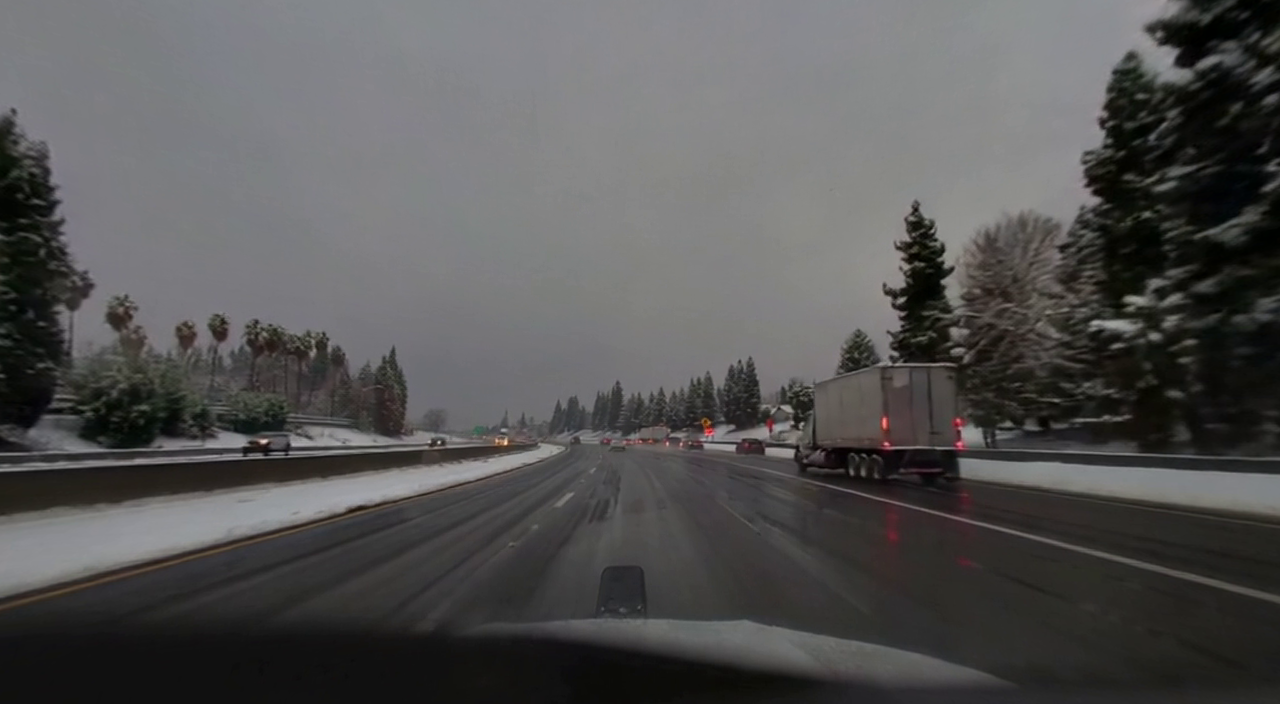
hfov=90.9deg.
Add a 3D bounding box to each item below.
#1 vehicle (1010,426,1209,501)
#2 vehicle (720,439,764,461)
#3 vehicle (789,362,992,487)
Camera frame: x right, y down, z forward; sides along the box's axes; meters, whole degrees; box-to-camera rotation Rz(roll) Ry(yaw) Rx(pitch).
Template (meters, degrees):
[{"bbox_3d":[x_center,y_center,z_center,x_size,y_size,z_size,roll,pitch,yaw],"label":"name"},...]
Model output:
[{"bbox_3d":[12.945,3.082,17.873,2.032,1.827,4.501,0,-8,-2],"label":"vehicle"},{"bbox_3d":[7.261,7.047,45.495,2.092,1.478,4.647,0,-8,-4],"label":"vehicle"},{"bbox_3d":[8.152,2.715,22.553,2.919,3.482,9.838,0,-8,-2],"label":"vehicle"}]
